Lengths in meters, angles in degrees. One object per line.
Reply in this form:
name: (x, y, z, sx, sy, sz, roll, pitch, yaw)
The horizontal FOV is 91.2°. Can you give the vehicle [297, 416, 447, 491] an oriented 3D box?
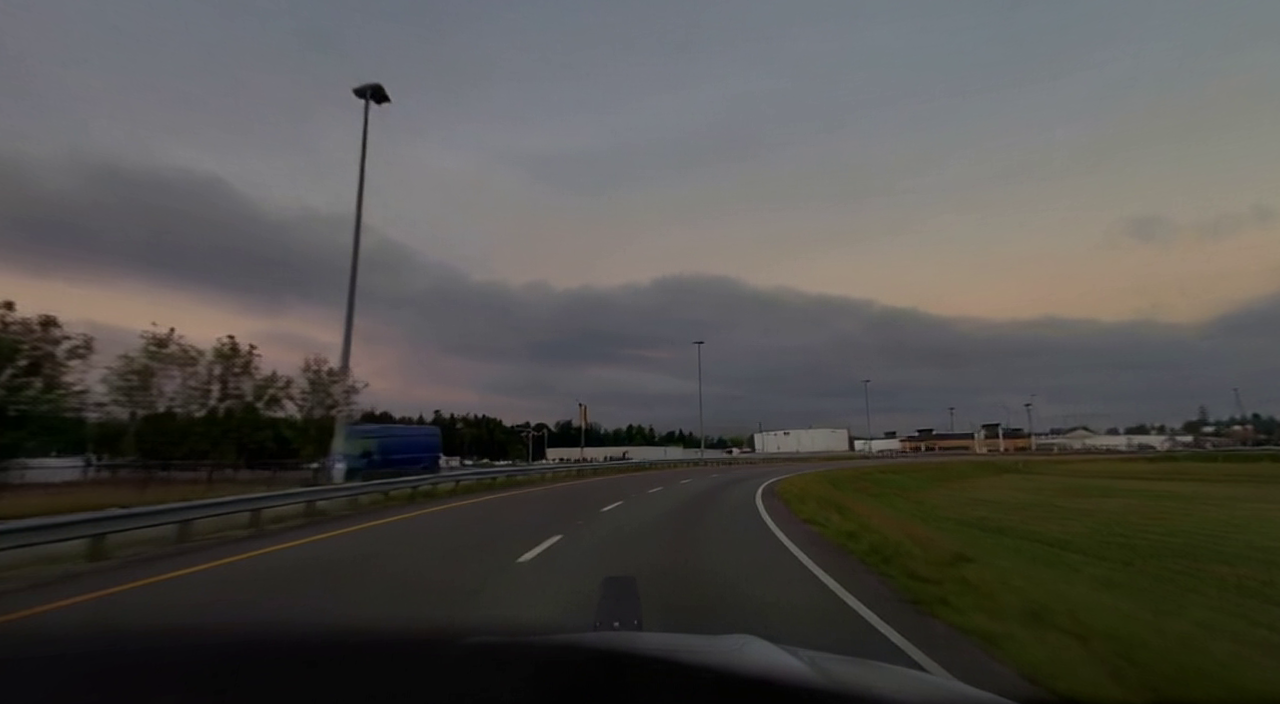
vehicle: (-10.425, 4.033, 25.147, 2.396, 2.635, 5.921, -2, -9, 13)
